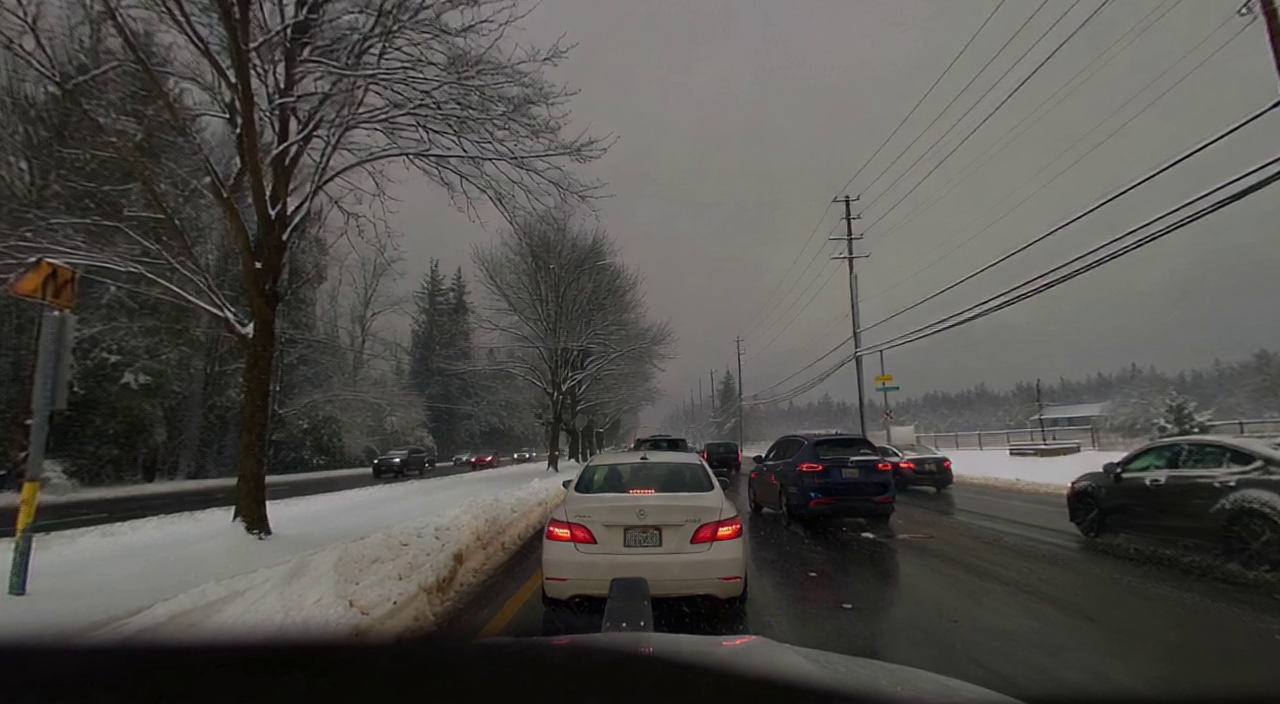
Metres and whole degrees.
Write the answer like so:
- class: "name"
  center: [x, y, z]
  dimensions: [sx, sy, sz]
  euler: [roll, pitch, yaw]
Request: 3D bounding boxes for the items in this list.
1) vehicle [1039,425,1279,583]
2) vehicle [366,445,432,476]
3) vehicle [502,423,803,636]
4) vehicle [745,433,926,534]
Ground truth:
- class: "vehicle"
  center: [6.993, 1.627, 7.292]
  dimensions: [1.850, 1.480, 4.474]
  euler: [0, -8, 1]
- class: "vehicle"
  center: [-15.237, 6.899, 40.302]
  dimensions: [2.056, 1.809, 5.354]
  euler: [0, -8, 0]
- class: "vehicle"
  center: [0.069, 1.538, 6.470]
  dimensions: [2.108, 1.479, 3.935]
  euler: [0, -8, -1]
- class: "vehicle"
  center: [3.334, 2.312, 11.745]
  dimensions: [1.979, 1.504, 4.156]
  euler: [0, -8, -1]
